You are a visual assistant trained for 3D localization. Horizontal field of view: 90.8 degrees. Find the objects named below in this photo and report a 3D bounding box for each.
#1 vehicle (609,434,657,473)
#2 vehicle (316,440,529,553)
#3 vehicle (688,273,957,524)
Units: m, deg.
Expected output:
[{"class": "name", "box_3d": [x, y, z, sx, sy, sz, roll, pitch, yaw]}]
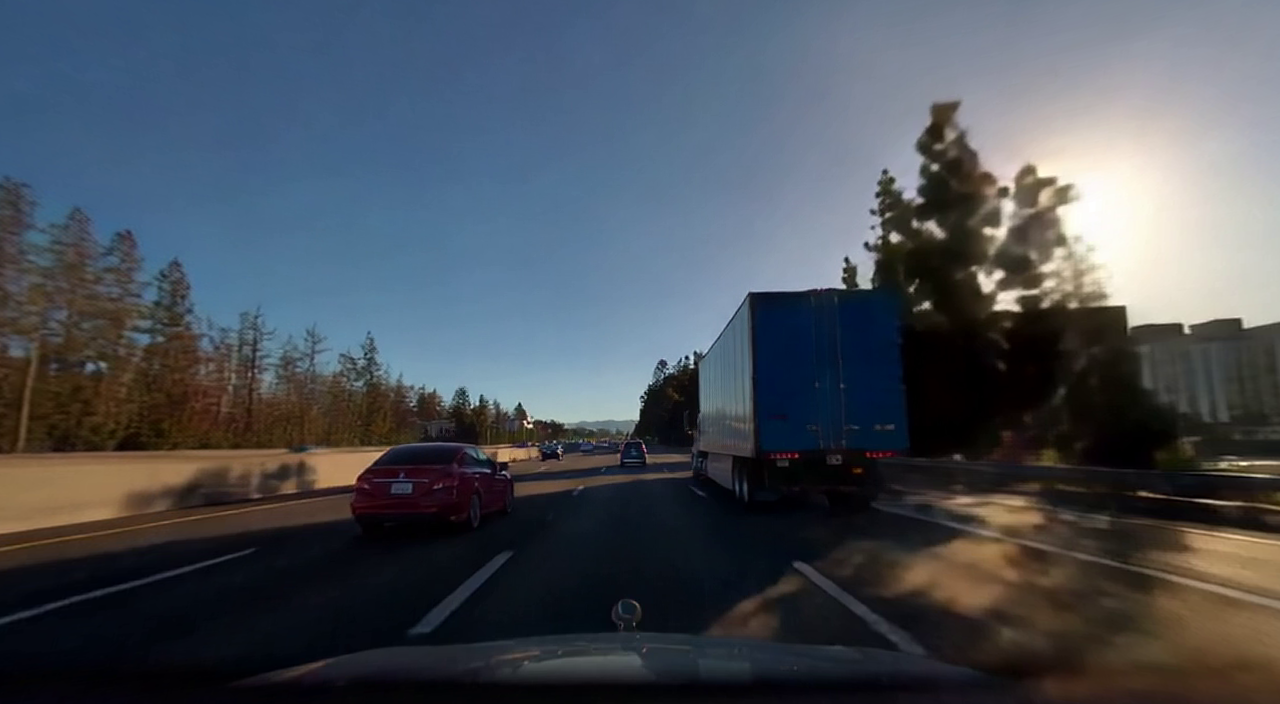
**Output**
[{"class": "vehicle", "box_3d": [-0.353, 5.027, 31.411, 2.203, 1.805, 4.358, 0, -9, -1]}, {"class": "vehicle", "box_3d": [-3.157, 2.190, 10.329, 1.864, 1.406, 4.544, 0, -9, 0]}, {"class": "vehicle", "box_3d": [3.480, 1.862, 17.776, 2.876, 4.086, 15.117, 0, -9, -1]}]
